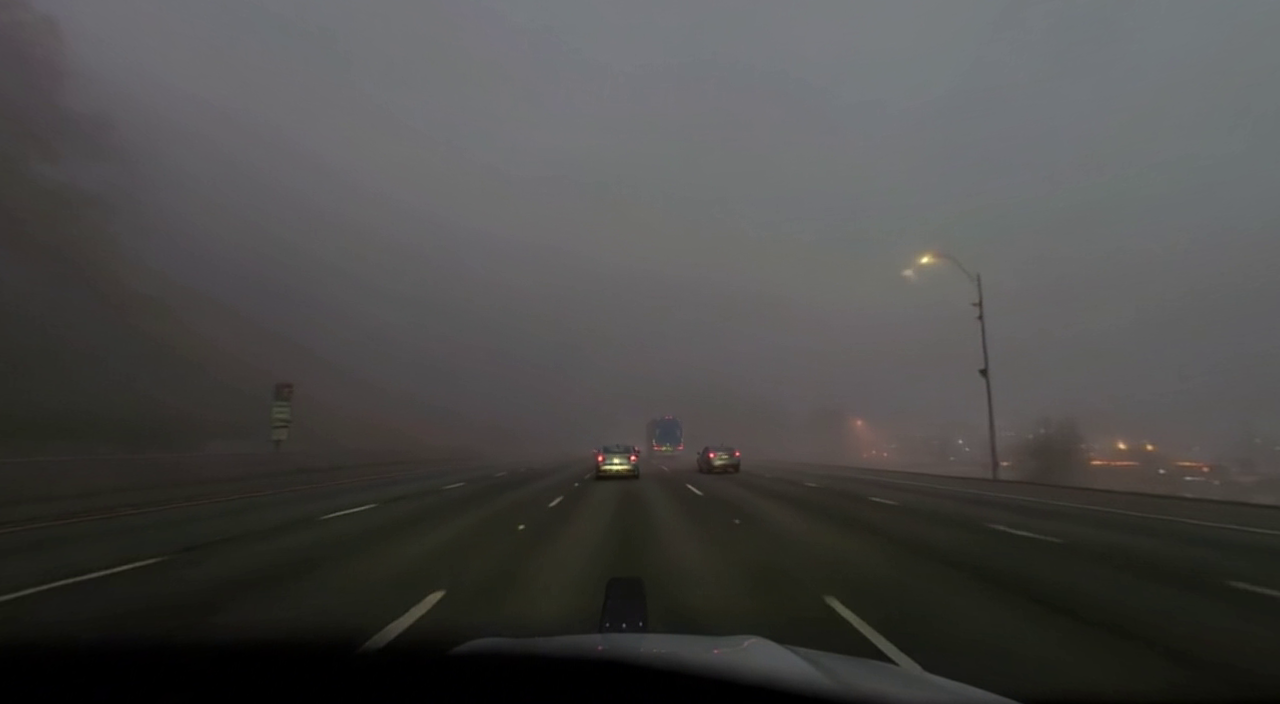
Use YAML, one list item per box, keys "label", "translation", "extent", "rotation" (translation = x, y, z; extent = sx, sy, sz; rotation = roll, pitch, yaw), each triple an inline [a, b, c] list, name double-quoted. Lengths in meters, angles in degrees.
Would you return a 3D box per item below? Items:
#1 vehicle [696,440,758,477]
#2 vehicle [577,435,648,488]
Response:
- label: "vehicle"
  translation: [3.639, 4.525, 27.090]
  extent: [1.971, 1.472, 4.301]
  rotation: [0, -8, -1]
- label: "vehicle"
  translation: [-0.778, 3.470, 20.245]
  extent: [2.020, 1.516, 3.951]
  rotation: [0, -8, 1]
